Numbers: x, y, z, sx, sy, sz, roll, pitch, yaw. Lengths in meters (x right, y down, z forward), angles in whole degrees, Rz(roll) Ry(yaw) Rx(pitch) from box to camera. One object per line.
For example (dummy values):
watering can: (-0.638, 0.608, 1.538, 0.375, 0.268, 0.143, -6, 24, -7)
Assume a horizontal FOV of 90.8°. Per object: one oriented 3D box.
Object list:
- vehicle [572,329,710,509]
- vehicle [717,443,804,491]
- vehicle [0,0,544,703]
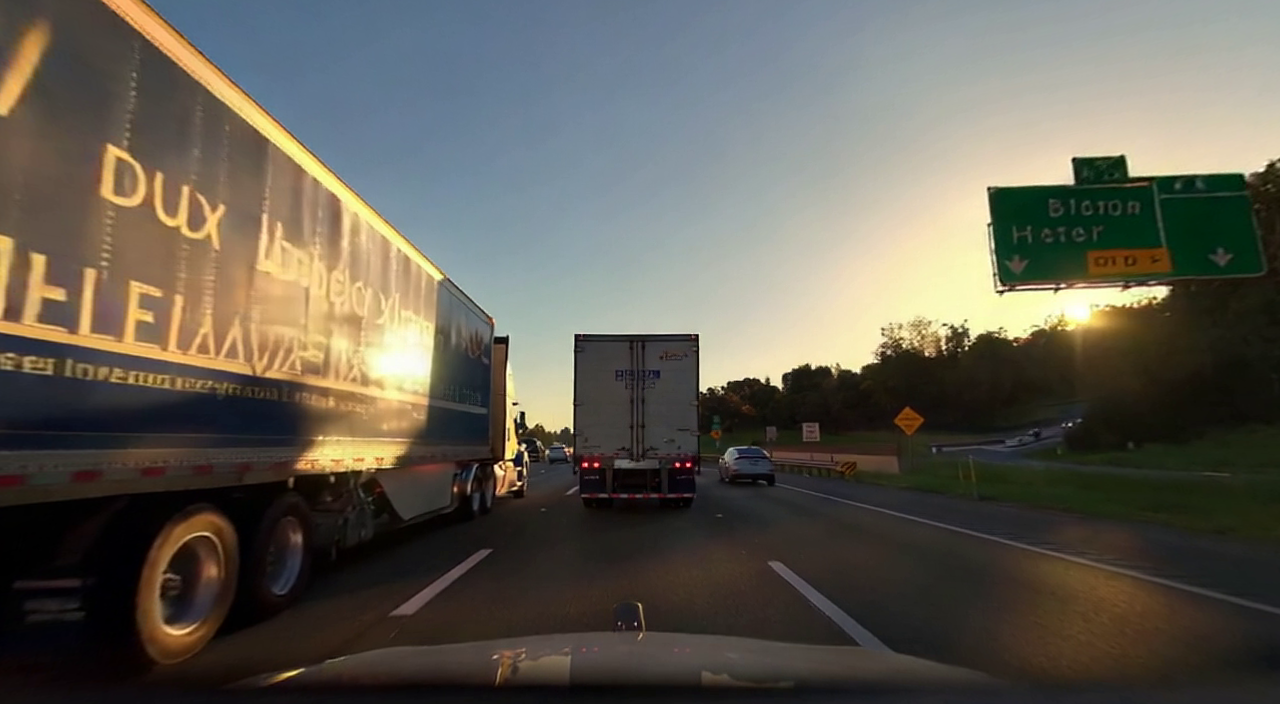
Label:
vehicle: (-0.033, 2.133, 18.409, 2.910, 3.828, 9.805, 0, -9, -1)
vehicle: (3.966, 3.849, 21.608, 2.010, 1.446, 4.579, 0, -9, -1)
vehicle: (-4.086, 0.646, 9.075, 2.873, 4.107, 15.970, 0, -9, 0)
